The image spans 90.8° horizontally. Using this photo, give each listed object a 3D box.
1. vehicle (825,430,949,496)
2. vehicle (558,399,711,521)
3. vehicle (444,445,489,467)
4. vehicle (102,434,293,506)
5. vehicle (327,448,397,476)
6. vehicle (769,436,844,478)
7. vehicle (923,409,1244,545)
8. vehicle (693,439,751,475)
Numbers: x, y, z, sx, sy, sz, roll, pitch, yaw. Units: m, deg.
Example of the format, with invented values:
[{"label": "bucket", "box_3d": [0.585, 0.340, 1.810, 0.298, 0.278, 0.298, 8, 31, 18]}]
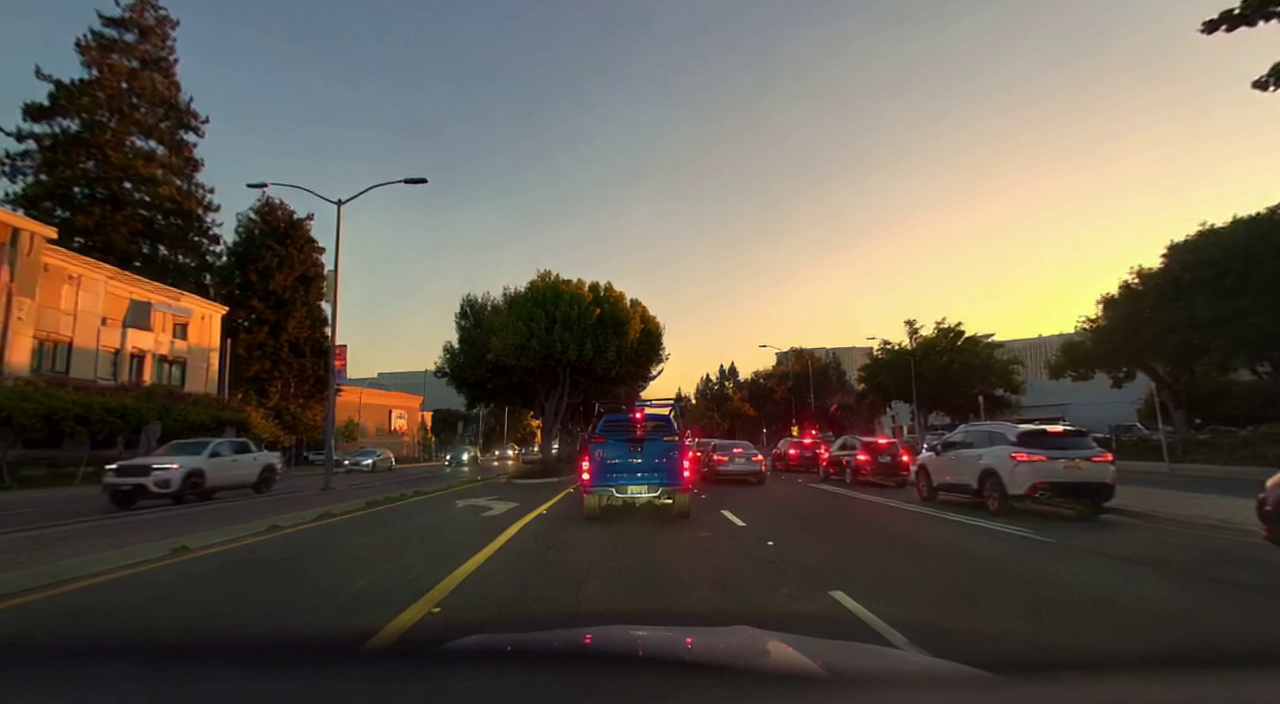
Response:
[{"label": "vehicle", "box_3d": [7.103, 3.236, 18.742, 1.931, 1.692, 4.267, 0, -9, 0]}, {"label": "vehicle", "box_3d": [-0.120, 2.322, 14.000, 2.682, 2.117, 5.706, 0, -9, 0]}, {"label": "vehicle", "box_3d": [-12.259, 7.362, 44.908, 1.906, 1.461, 4.333, 0, -9, 1]}, {"label": "vehicle", "box_3d": [-11.708, 3.122, 17.194, 2.028, 1.693, 4.331, 0, -9, 0]}, {"label": "vehicle", "box_3d": [-16.056, 6.328, 36.764, 1.910, 1.485, 4.802, 0, -9, 0]}, {"label": "vehicle", "box_3d": [7.098, 4.505, 27.398, 1.953, 1.665, 4.327, 0, -9, -1]}, {"label": "vehicle", "box_3d": [6.848, 1.975, 10.589, 2.023, 1.771, 4.488, 0, -9, -1]}, {"label": "vehicle", "box_3d": [3.585, 4.707, 28.423, 1.960, 1.474, 4.279, 0, -9, -1]}]
